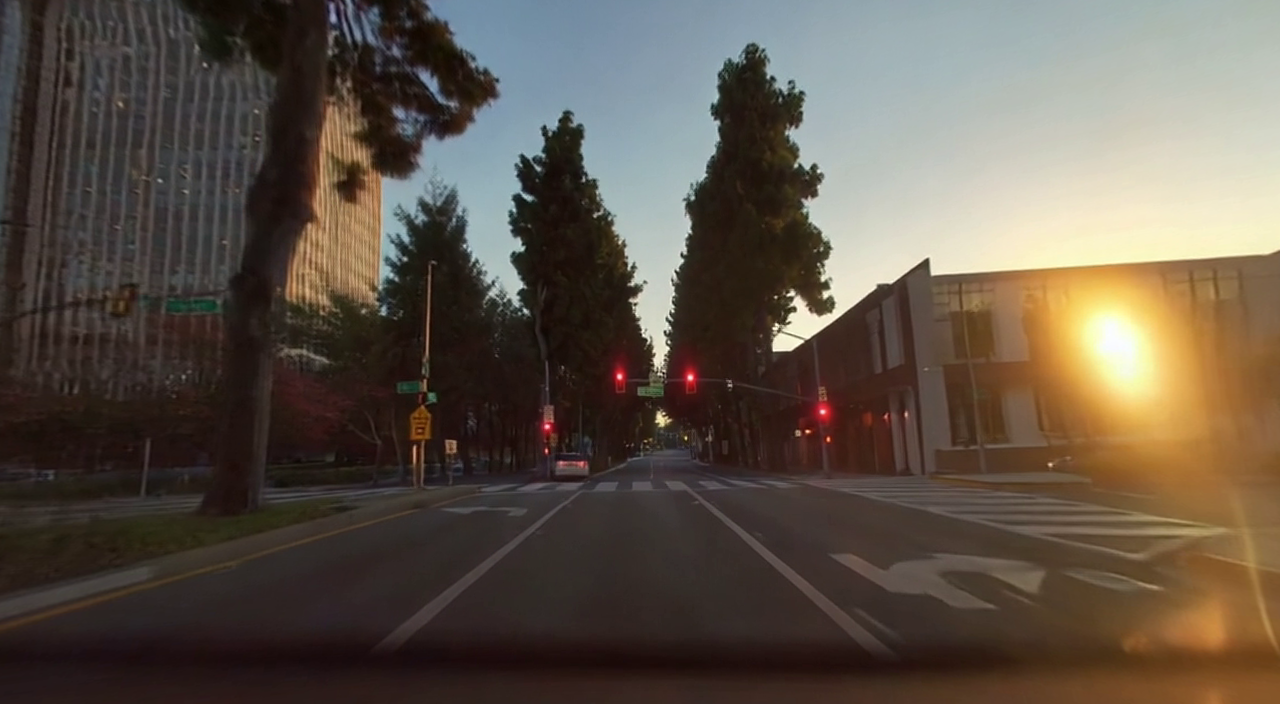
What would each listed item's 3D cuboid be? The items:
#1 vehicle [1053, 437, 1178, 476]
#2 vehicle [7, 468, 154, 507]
[{"bbox_3d":[21.291,4.710,28.440,3.967,1.636,1.932,-1,-9,1],"label":"vehicle"},{"bbox_3d":[-24.871,6.004,28.195,4.758,1.549,2.194,-1,-8,7],"label":"vehicle"}]
